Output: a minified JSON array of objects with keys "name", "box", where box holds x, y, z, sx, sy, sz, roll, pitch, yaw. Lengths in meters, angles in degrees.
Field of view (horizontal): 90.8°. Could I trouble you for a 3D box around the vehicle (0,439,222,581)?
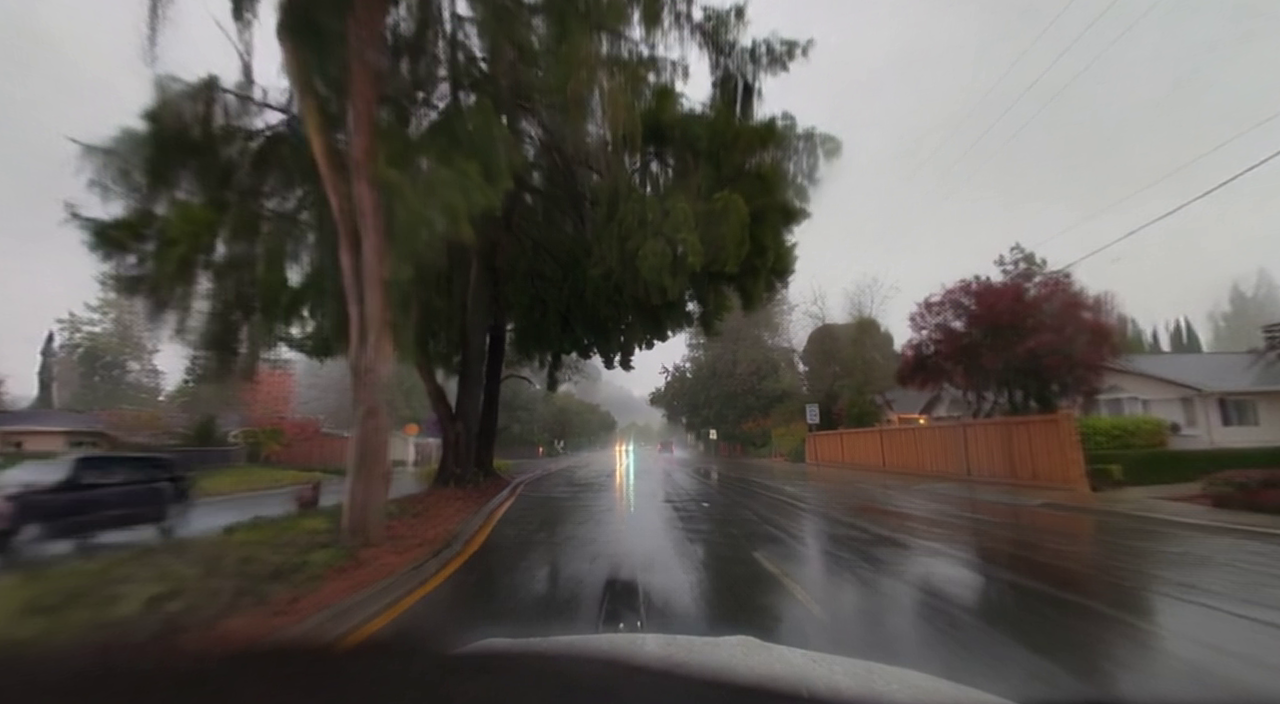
[{"name":"vehicle","box":[-8.921,2.259,9.808,1.964,1.722,4.403,0,-9,-3]}]
